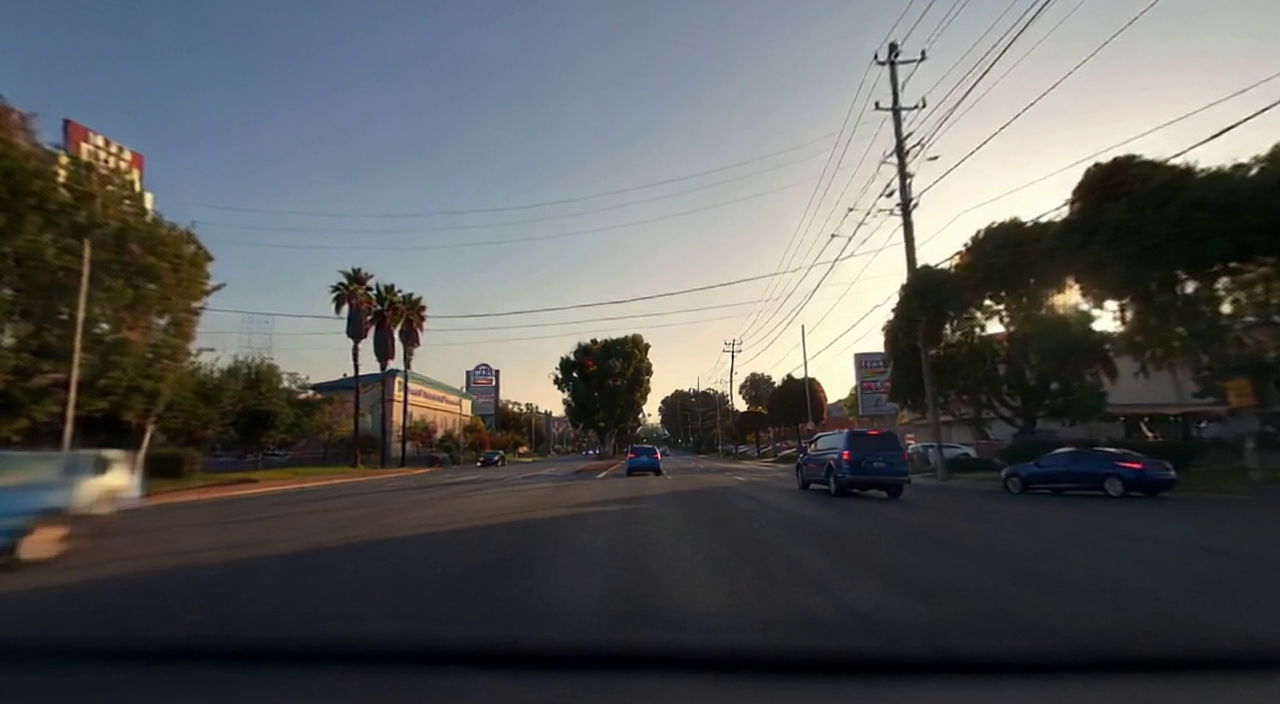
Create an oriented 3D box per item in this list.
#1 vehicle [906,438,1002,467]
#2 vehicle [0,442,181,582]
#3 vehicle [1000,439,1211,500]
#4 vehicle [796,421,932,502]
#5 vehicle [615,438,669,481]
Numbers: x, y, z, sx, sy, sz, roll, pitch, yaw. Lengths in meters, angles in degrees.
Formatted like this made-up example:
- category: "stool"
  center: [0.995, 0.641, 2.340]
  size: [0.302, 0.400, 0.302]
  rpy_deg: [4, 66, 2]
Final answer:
- category: "vehicle"
  center: [18.212, 5.846, 36.695]
  size: [4.490, 1.604, 2.089]
  rpy_deg: [1, -8, 1]
- category: "vehicle"
  center: [-8.093, 1.805, 7.202]
  size: [2.004, 1.535, 4.853]
  rpy_deg: [0, -8, 0]
- category: "vehicle"
  center: [12.749, 3.217, 17.678]
  size: [4.400, 1.507, 2.009]
  rpy_deg: [-4, -10, 27]
- category: "vehicle"
  center: [5.975, 2.979, 17.525]
  size: [2.107, 1.928, 4.471]
  rpy_deg: [0, -8, 0]
- category: "vehicle"
  center: [0.070, 4.547, 27.004]
  size: [2.138, 1.672, 4.168]
  rpy_deg: [0, -8, 0]
